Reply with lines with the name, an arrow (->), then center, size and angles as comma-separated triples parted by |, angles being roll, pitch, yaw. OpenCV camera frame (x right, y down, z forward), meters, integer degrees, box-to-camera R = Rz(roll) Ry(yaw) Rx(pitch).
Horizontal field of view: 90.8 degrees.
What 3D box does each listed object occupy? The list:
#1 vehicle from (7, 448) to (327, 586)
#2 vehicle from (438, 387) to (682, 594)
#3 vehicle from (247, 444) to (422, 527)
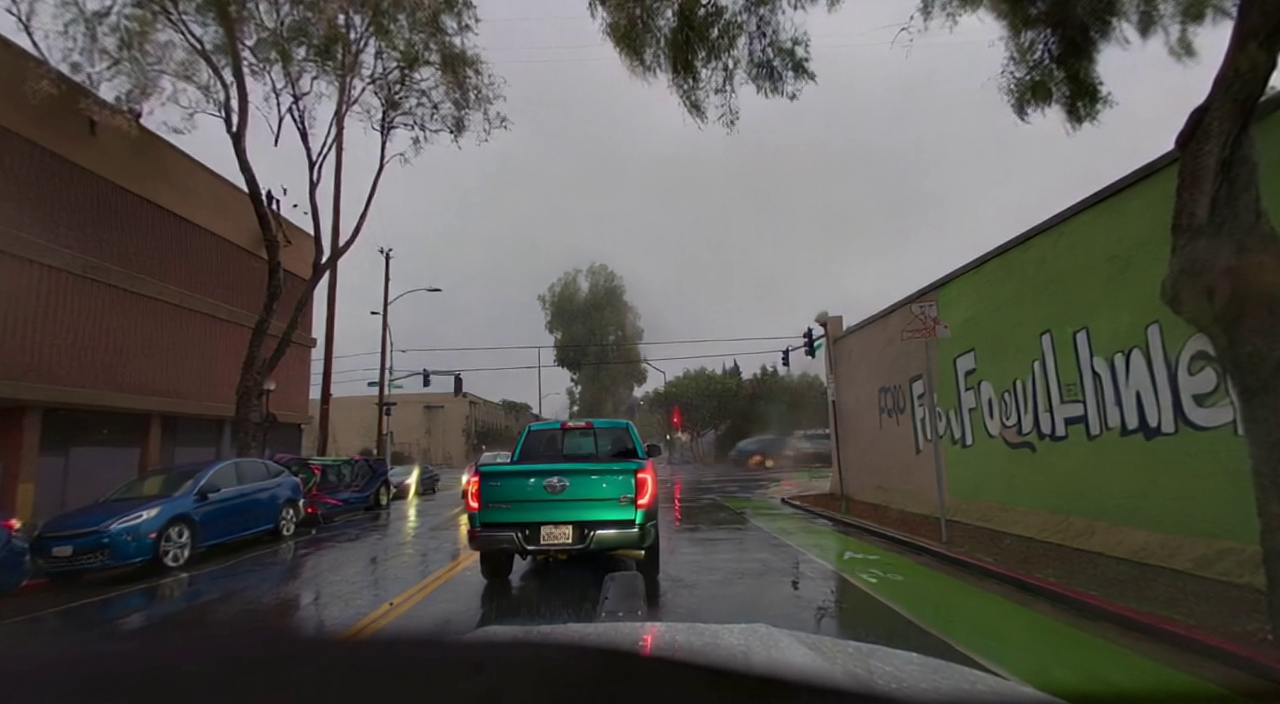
vehicle -> -7.162, 2.454, 10.375 | 1.882, 1.686, 4.489 | 0, -8, -2
vehicle -> -0.706, 1.602, 8.147 | 2.215, 1.882, 4.611 | 0, -8, 1
vehicle -> -7.394, 3.231, 16.058 | 1.884, 1.730, 5.076 | 0, -8, 0
